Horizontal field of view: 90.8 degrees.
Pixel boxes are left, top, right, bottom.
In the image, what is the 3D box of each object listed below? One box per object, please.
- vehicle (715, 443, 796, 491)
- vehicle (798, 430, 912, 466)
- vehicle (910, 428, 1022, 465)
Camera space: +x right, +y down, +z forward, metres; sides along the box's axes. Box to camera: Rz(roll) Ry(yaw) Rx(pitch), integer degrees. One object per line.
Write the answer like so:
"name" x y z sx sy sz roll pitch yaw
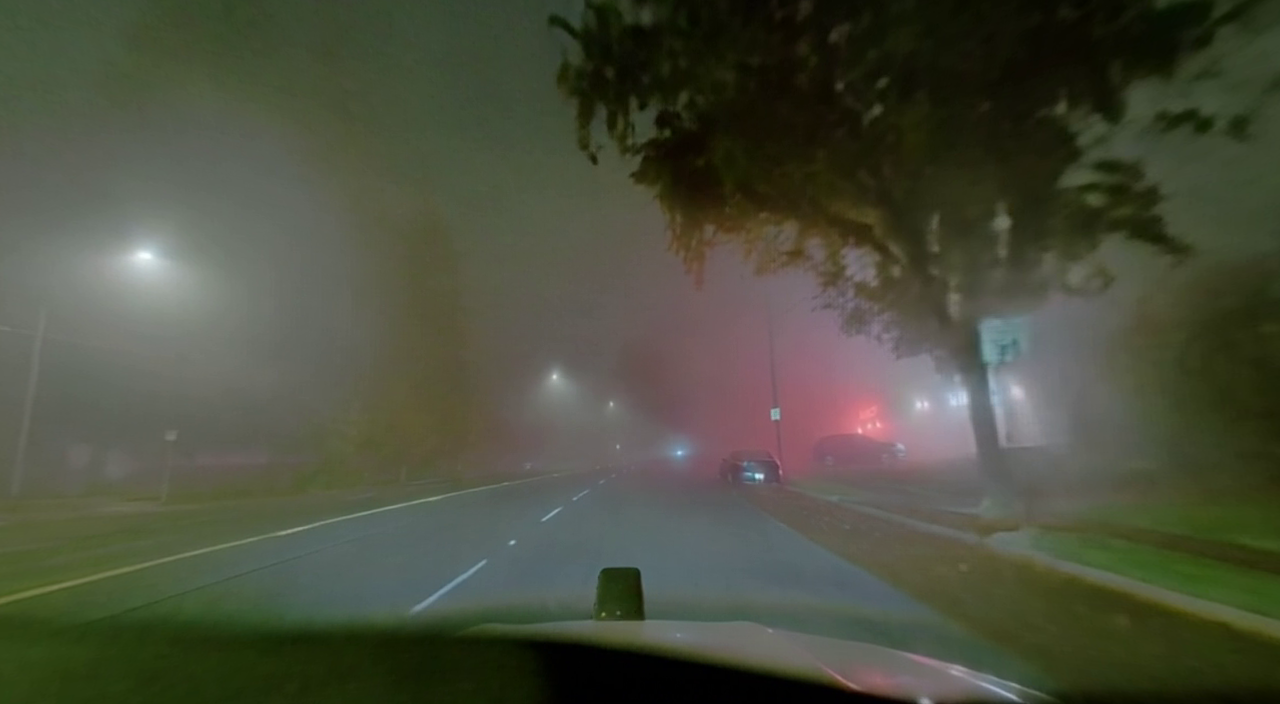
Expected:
"vehicle" 4.002 4.068 22.799 2.080 1.503 4.821 0 -8 1
"vehicle" 11.412 5.156 33.948 5.369 1.860 2.163 -1 -9 5
"vehicle" 15.706 4.583 30.628 4.290 1.717 2.013 -1 -9 7
